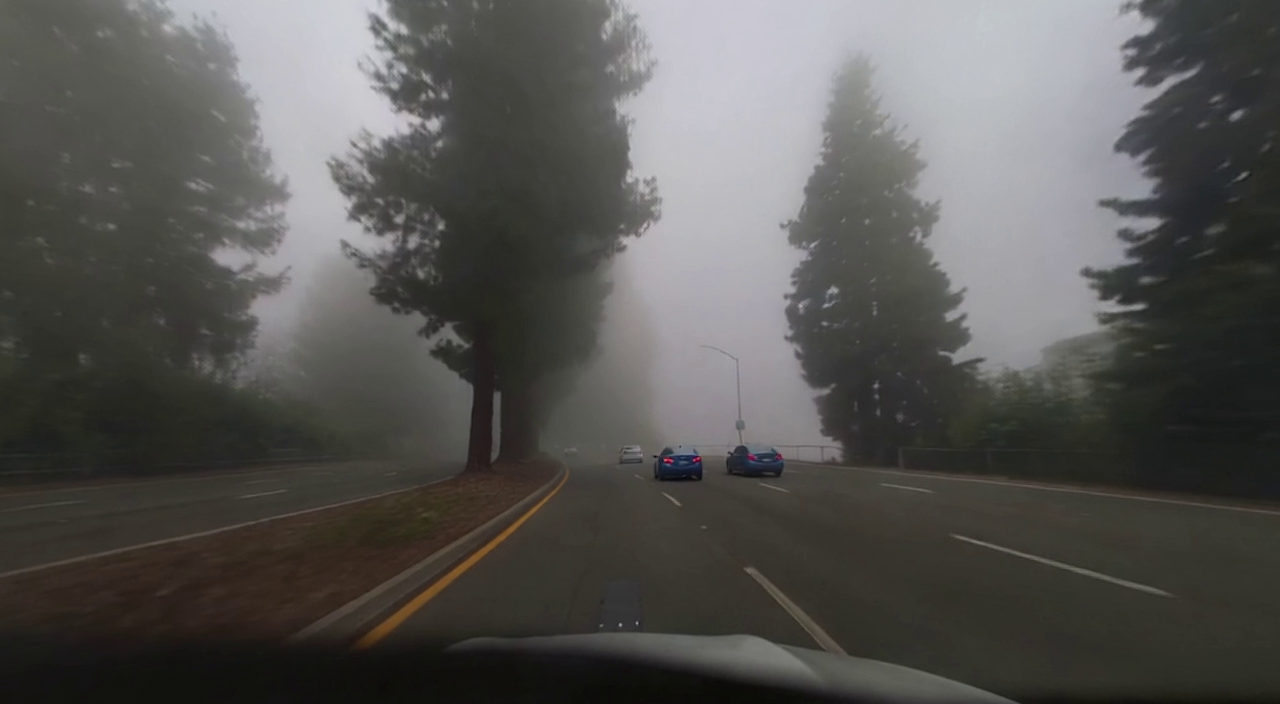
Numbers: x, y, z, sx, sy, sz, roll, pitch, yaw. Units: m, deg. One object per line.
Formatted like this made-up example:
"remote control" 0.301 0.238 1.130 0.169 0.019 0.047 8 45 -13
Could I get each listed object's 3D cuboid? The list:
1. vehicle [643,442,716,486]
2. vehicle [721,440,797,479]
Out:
"vehicle" 1.376 4.132 23.646 2.077 1.464 4.134 0 -9 -6
"vehicle" 4.866 4.459 26.385 1.901 1.474 4.363 0 -9 -6
